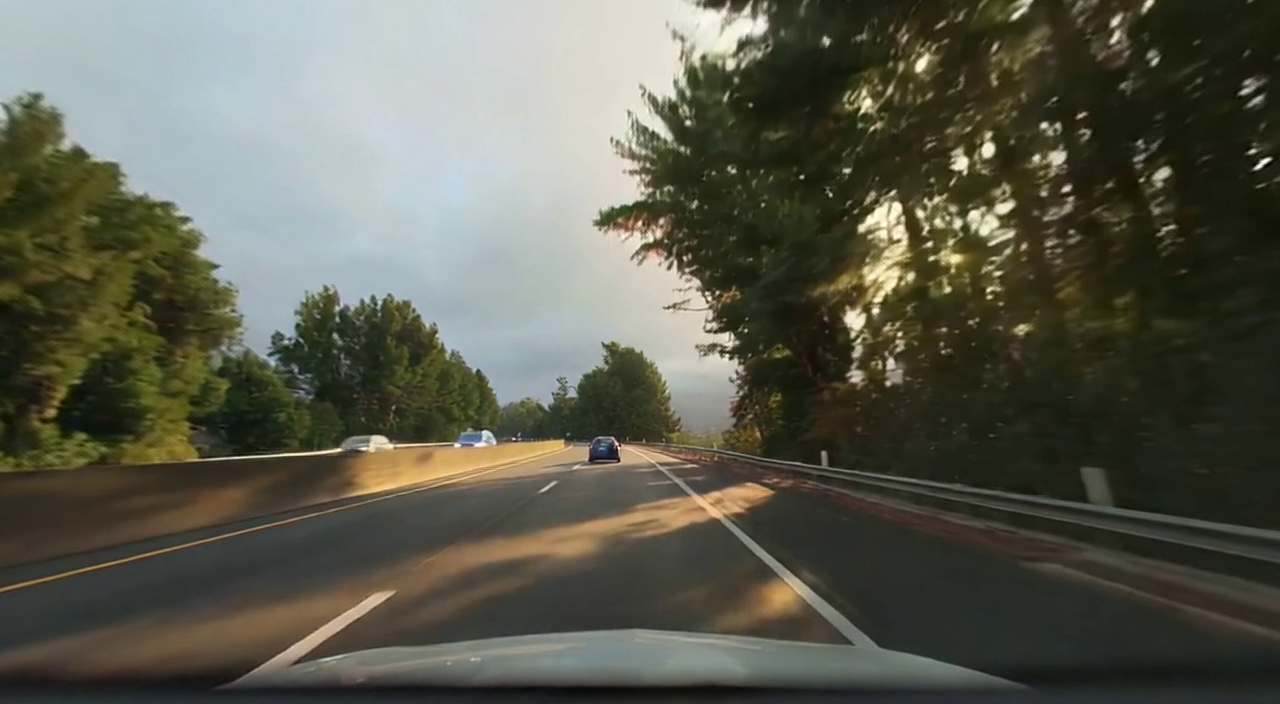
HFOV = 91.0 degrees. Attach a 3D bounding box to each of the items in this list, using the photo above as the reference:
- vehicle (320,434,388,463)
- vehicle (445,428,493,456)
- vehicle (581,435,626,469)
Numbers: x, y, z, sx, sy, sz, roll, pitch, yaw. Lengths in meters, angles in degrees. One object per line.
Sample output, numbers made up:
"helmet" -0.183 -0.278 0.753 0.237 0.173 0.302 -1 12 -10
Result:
"vehicle" -16.160 5.472 35.814 1.891 1.513 4.450 0 -8 -2
"vehicle" -12.769 6.764 47.311 2.237 1.989 5.436 0 -8 -2
"vehicle" -1.712 4.798 30.447 2.004 1.515 3.968 0 -8 -1
